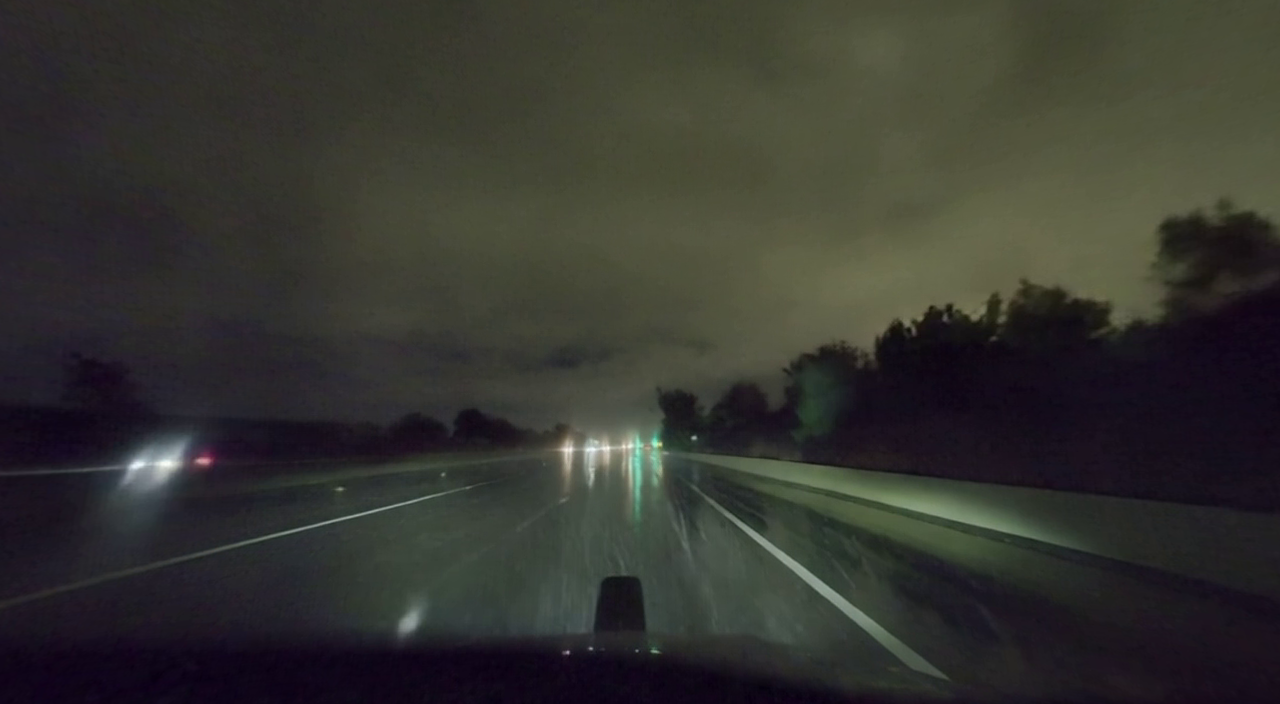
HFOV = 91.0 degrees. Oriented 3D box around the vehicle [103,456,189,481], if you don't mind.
[{"bbox_3d":[-32.233,7.593,41.297,1.933,1.521,4.500,0,-9,1],"label":"vehicle"}]
